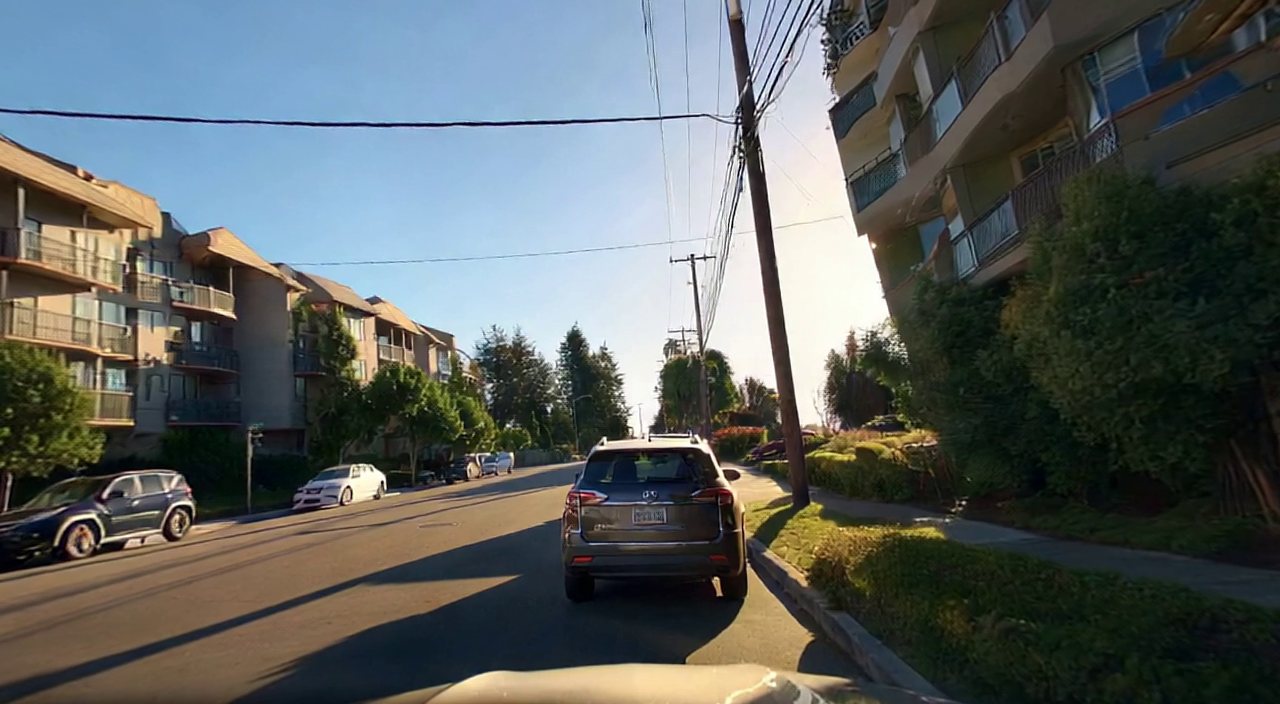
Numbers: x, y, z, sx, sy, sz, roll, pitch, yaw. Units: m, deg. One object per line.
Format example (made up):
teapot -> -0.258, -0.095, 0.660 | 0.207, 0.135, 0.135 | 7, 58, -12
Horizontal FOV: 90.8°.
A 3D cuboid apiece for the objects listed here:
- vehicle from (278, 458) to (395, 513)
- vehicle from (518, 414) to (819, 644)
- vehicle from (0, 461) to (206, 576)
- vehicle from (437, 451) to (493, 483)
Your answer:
vehicle -> -11.468, 5.045, 24.275 | 2.017, 1.582, 4.664 | -7, -9, 2
vehicle -> 0.281, 1.549, 6.696 | 2.030, 1.535, 4.683 | -1, -8, 2
vehicle -> -11.297, 3.221, 12.645 | 2.068, 1.745, 4.579 | -7, -9, -1
vehicle -> -10.859, 7.150, 39.555 | 2.011, 1.801, 4.676 | -1, -8, 1
